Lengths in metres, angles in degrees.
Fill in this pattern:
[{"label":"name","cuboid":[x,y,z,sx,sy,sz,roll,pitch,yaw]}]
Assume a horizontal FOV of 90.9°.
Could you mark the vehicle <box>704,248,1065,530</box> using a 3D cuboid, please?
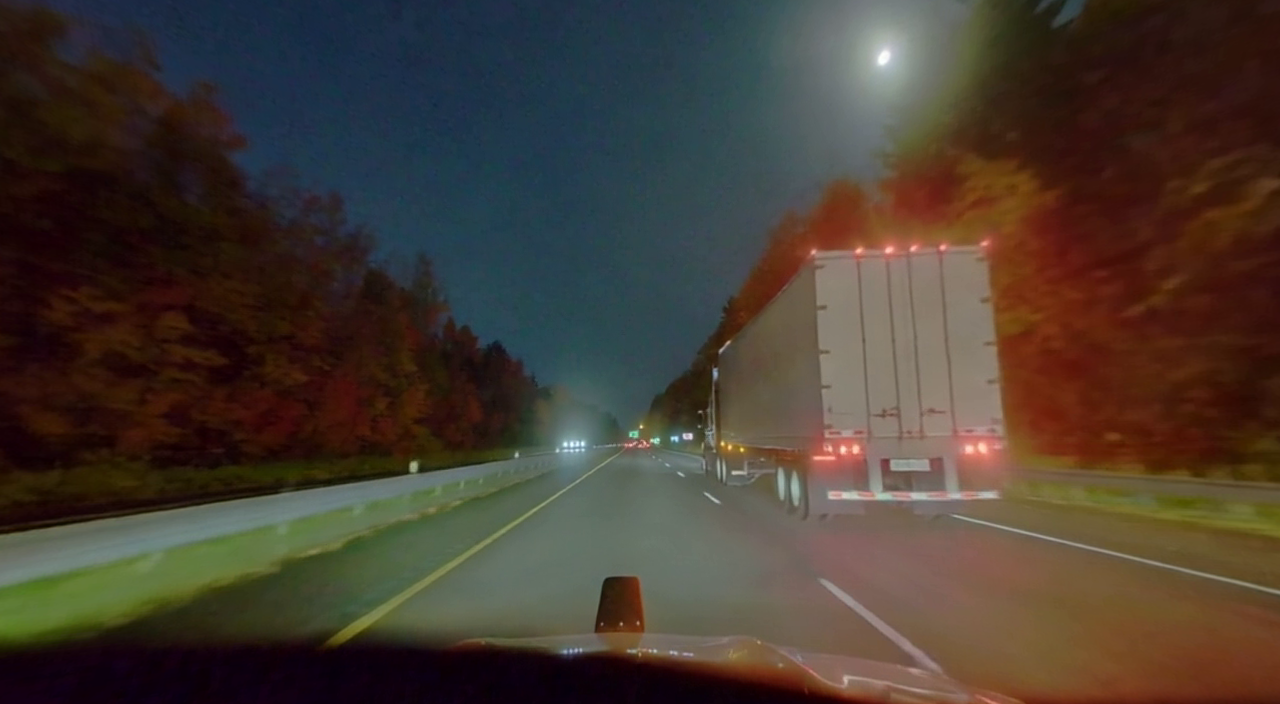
[{"label":"vehicle","cuboid":[4.237,1.545,16.450,3.357,4.101,14.659,0,-8,-1]}]
